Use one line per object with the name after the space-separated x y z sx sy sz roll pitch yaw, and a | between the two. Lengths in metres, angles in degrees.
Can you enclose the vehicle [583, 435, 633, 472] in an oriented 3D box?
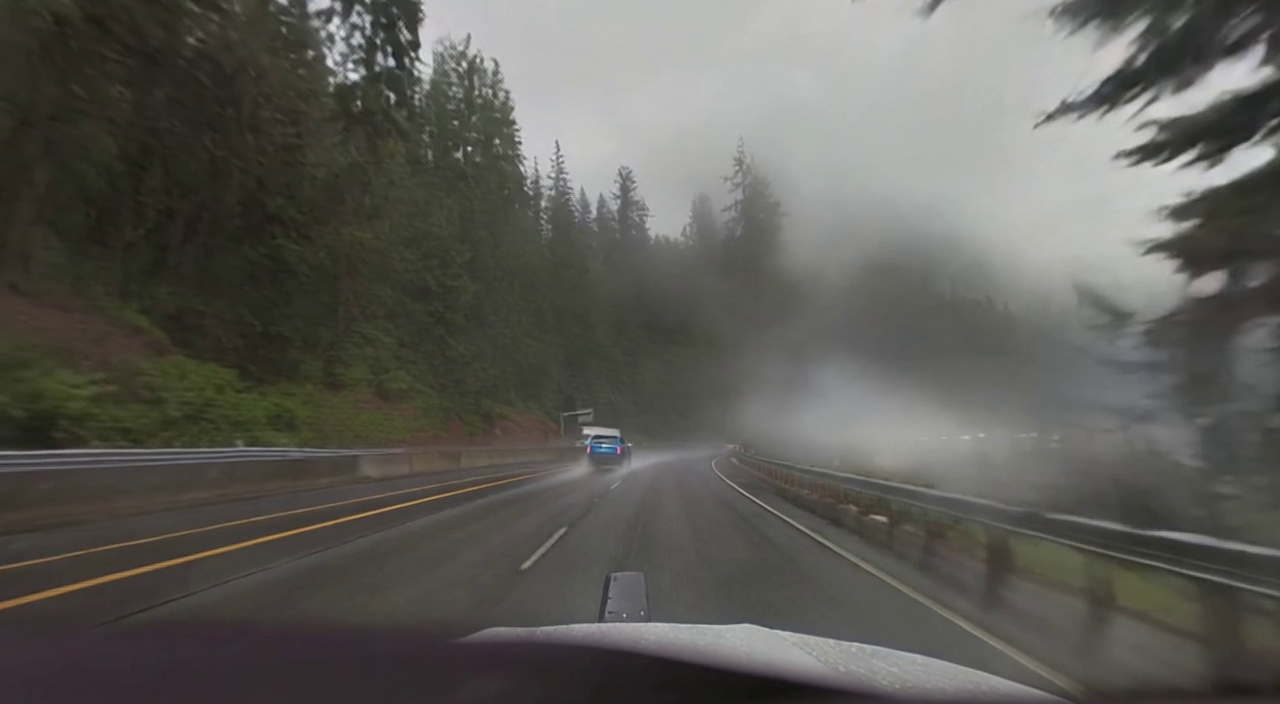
-1.575 5.279 33.040 2.005 1.752 4.479 -1 -8 5 | vehicle
